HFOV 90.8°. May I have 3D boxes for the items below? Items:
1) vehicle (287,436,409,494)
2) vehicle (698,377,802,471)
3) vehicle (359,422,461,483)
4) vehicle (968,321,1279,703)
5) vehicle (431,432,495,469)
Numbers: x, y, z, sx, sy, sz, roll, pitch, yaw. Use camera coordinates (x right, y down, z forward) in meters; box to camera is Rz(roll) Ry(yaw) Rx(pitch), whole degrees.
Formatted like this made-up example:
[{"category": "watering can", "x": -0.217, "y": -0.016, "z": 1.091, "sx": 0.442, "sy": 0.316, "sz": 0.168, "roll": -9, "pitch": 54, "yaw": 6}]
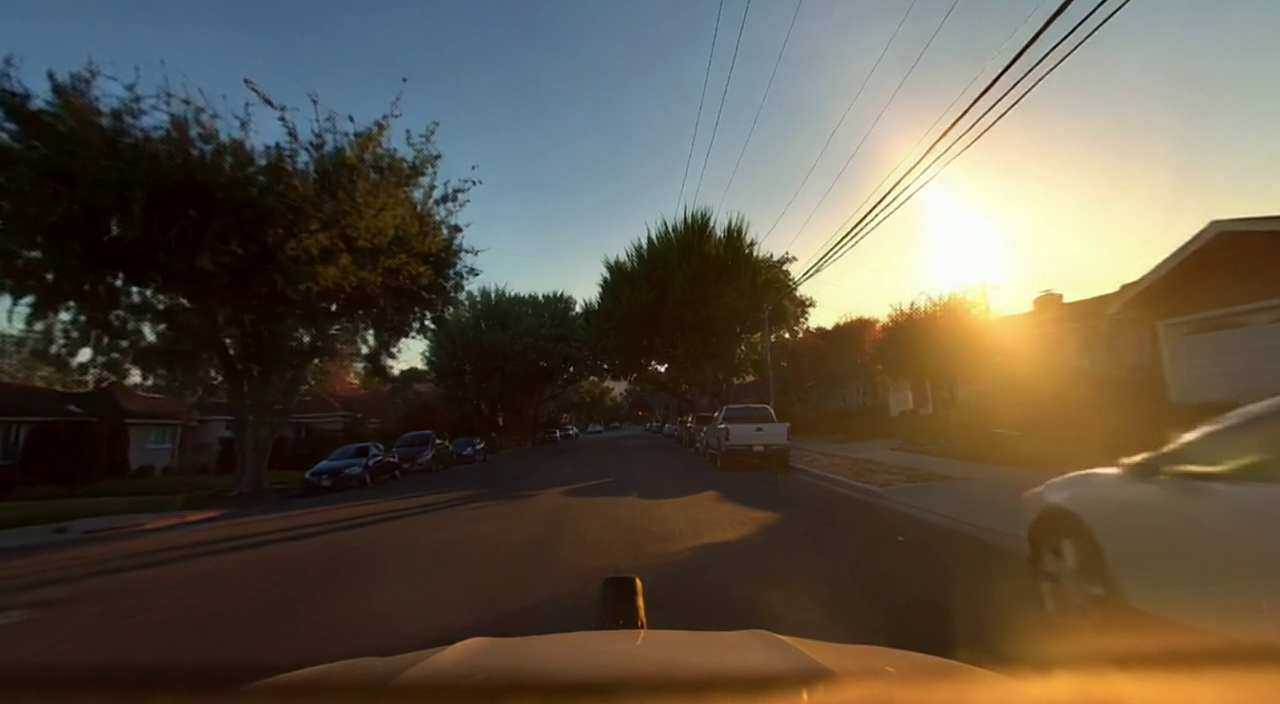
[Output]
[{"category": "vehicle", "x": -8.398, "y": 3.252, "z": 18.614, "sx": 1.821, "sy": 1.476, "sz": 4.060, "roll": 0, "pitch": -8, "yaw": -3}, {"category": "vehicle", "x": 3.060, "y": 2.146, "z": 18.493, "sx": 2.233, "sy": 2.453, "sz": 3.787, "roll": 0, "pitch": -8, "yaw": -1}, {"category": "vehicle", "x": -8.600, "y": 3.750, "z": 24.115, "sx": 2.163, "sy": 1.841, "sz": 4.679, "roll": -6, "pitch": -7, "yaw": -2}, {"category": "vehicle", "x": 3.548, "y": 0.677, "z": 2.129, "sx": 2.079, "sy": 1.681, "sz": 4.933, "roll": 0, "pitch": -8, "yaw": -2}, {"category": "vehicle", "x": -8.399, "y": 4.655, "z": 30.261, "sx": 1.839, "sy": 1.384, "sz": 4.124, "roll": -7, "pitch": -7, "yaw": -2}]
